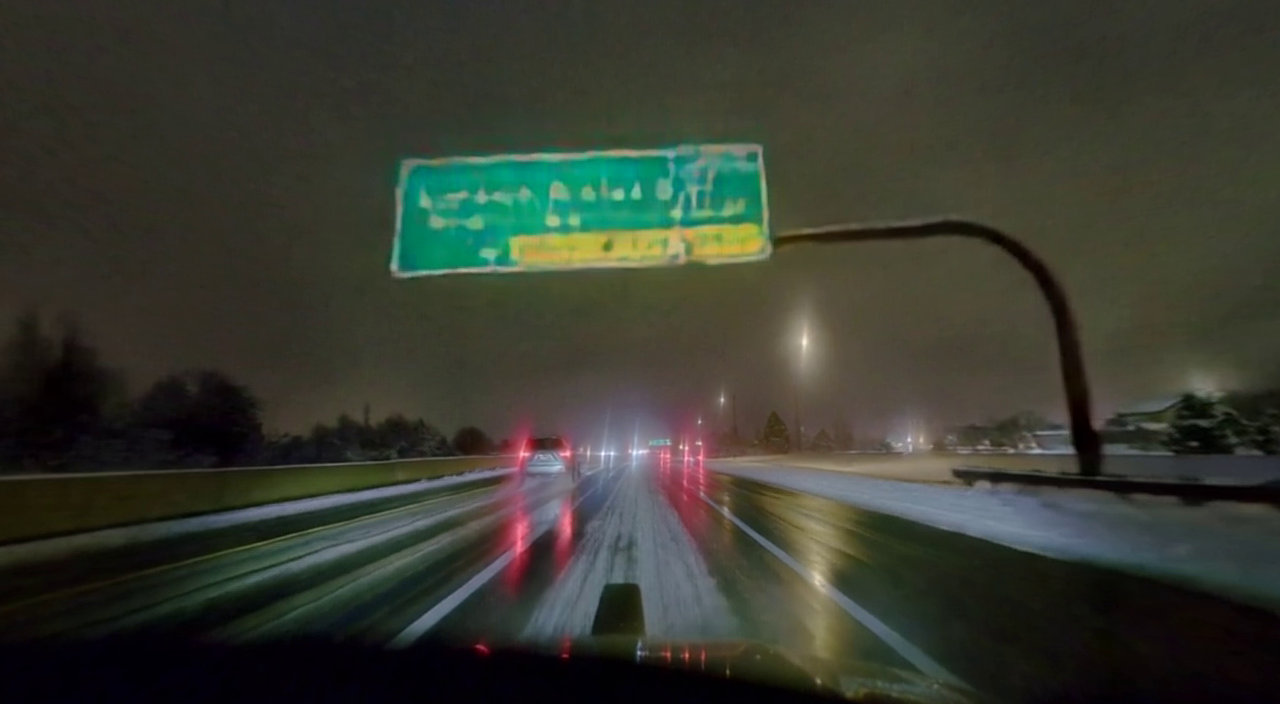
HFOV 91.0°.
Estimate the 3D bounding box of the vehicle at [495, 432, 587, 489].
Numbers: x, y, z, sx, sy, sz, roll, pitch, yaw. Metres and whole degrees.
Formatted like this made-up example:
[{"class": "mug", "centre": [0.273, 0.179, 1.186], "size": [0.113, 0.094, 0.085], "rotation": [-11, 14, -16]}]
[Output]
[{"class": "vehicle", "centre": [-3.609, 4.120, 24.308], "size": [2.431, 1.928, 5.760], "rotation": [0, -9, 1]}]
